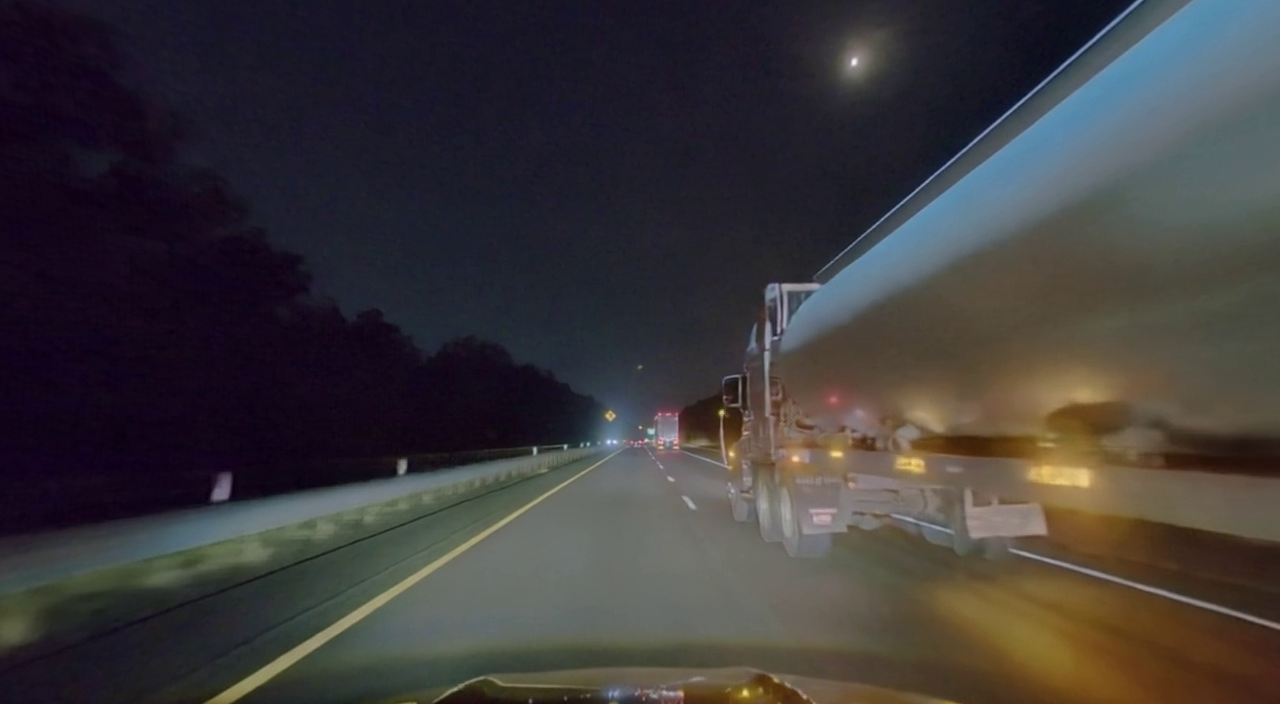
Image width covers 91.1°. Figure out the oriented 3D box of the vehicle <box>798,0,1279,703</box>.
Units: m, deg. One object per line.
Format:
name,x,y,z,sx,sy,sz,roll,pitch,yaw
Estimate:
vehicle,3.234,-0.408,0.812,2.946,3.745,11.516,0,-8,-1
